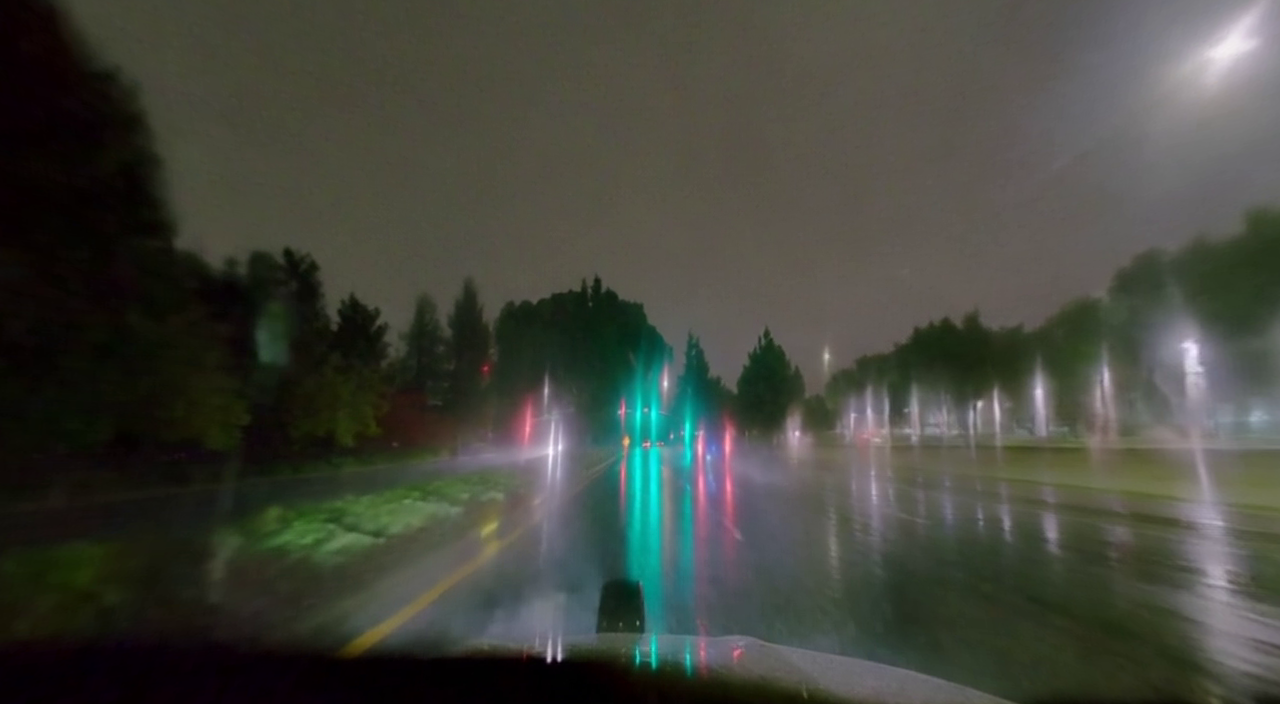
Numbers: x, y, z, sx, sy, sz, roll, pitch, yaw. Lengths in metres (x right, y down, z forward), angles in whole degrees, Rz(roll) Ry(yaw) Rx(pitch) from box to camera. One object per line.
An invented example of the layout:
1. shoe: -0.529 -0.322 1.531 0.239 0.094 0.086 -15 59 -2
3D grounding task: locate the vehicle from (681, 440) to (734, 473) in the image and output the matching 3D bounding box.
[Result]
1. vehicle: 3.249 5.092 31.059 2.056 1.483 4.091 0 -8 -1
